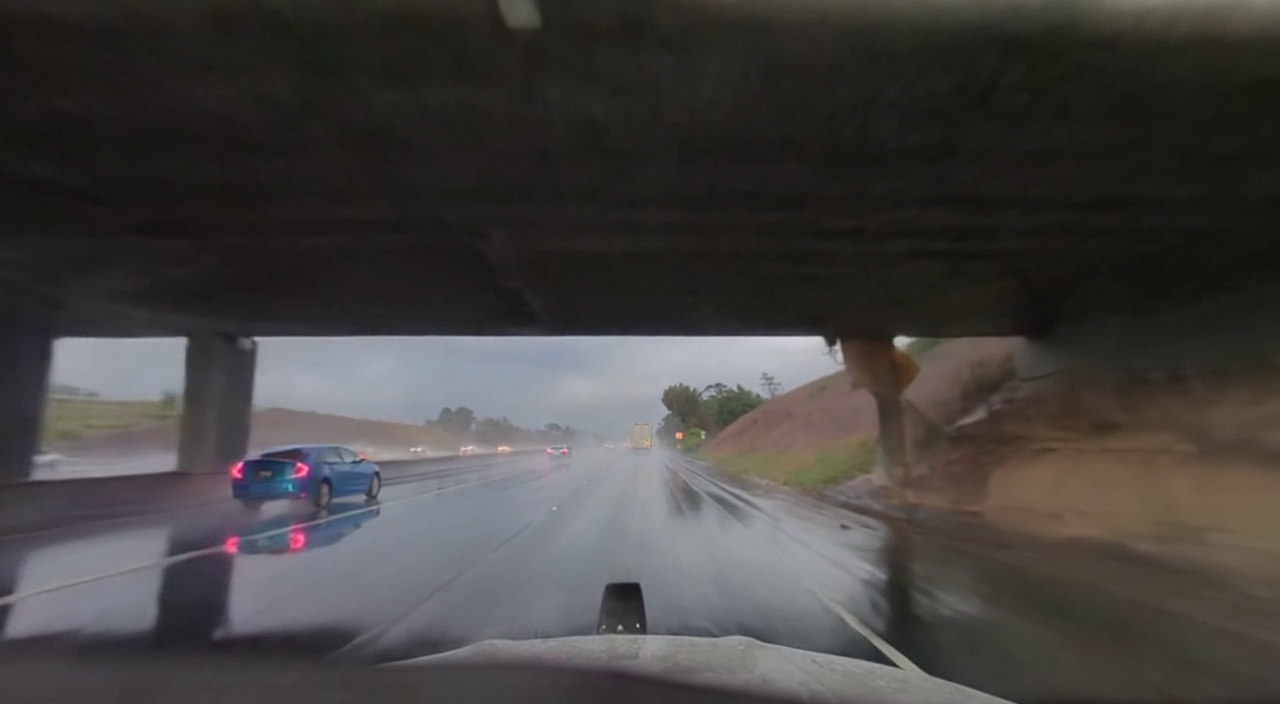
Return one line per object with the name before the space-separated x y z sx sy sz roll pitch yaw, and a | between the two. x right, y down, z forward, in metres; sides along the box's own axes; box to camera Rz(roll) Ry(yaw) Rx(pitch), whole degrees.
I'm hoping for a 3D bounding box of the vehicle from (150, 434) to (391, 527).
vehicle | -7.075 2.484 12.836 2.096 1.541 4.610 0 -8 0
